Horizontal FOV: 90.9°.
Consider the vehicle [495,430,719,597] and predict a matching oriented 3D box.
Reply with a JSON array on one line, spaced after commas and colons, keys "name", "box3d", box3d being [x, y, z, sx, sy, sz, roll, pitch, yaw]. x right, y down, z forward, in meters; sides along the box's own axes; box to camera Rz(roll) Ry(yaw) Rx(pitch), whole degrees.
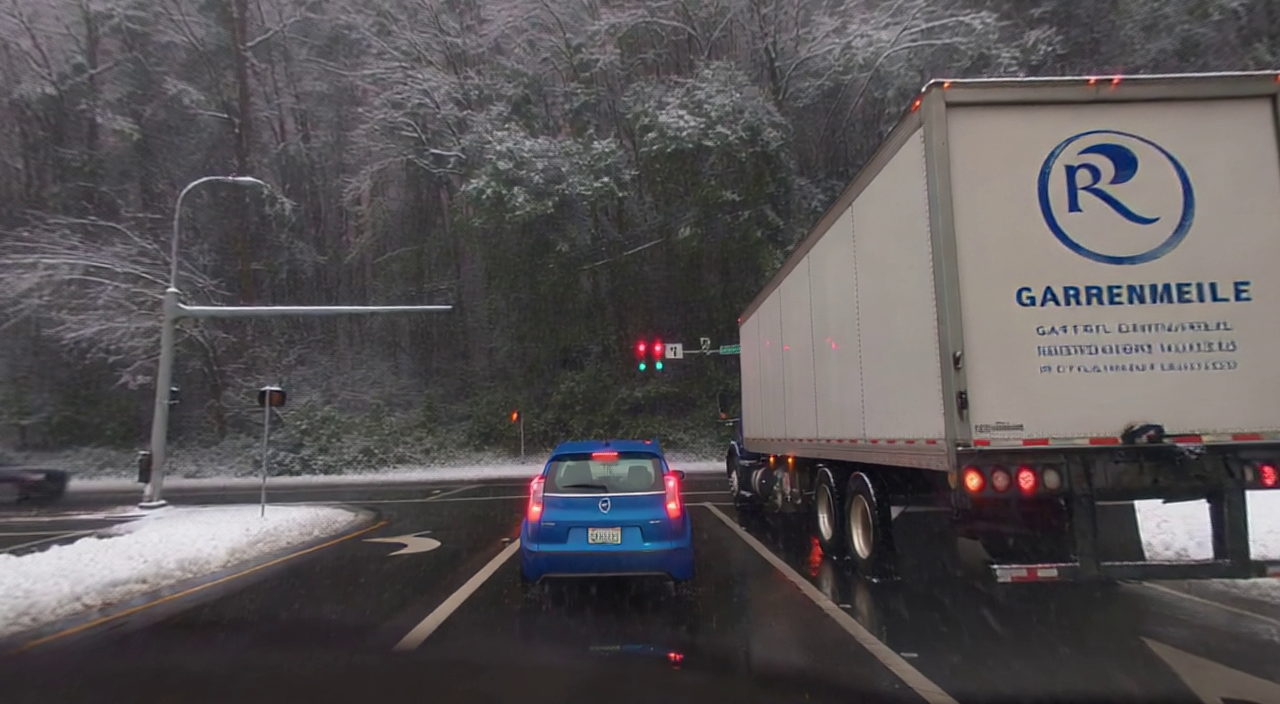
[{"name": "vehicle", "box3d": [-0.330, 1.709, 7.424, 1.975, 1.457, 3.526, 0, -9, -1]}]

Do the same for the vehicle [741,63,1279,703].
[{"name": "vehicle", "box3d": [3.506, 0.832, 8.404, 2.884, 3.753, 9.763, 0, -9, 1]}]
